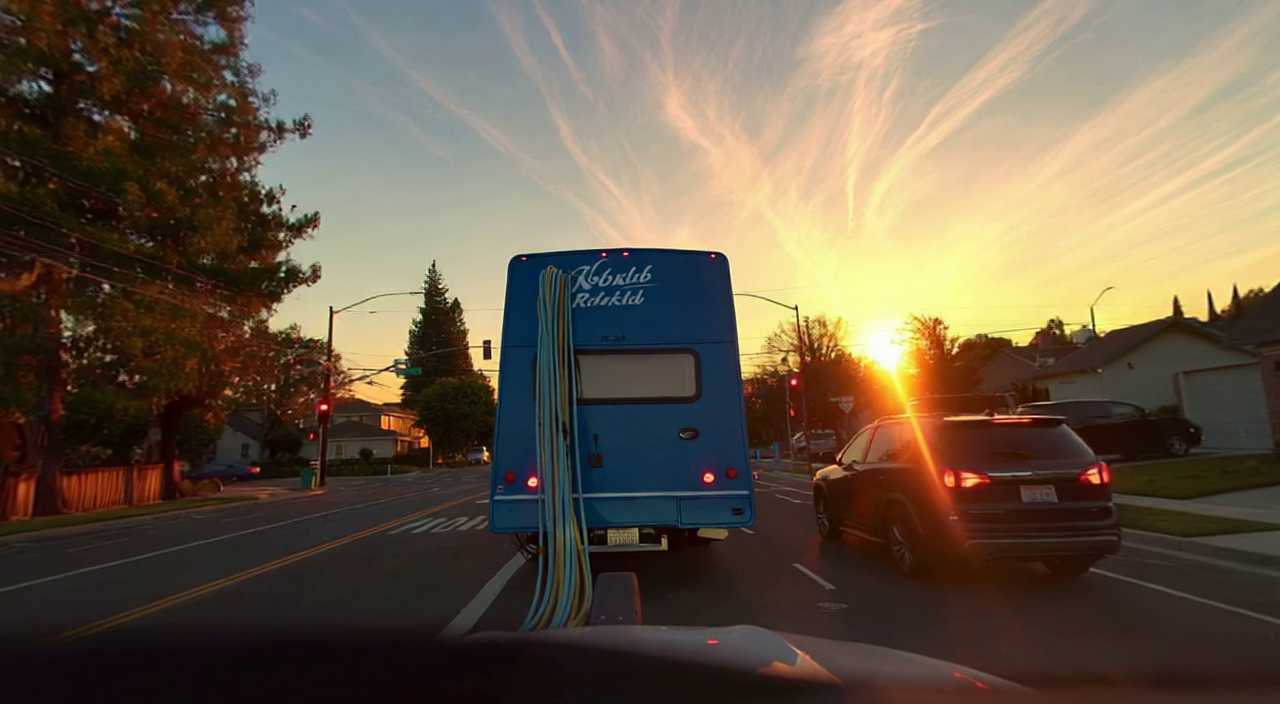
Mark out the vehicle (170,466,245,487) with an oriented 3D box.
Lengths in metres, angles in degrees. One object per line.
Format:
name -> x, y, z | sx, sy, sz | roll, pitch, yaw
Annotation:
vehicle -> -32.767, 9.411, 47.934 | 4.311, 1.458, 1.707 | 0, -9, -3

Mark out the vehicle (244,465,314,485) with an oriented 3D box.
vehicle -> -27.454, 9.360, 48.128 | 4.187, 1.445, 1.809 | 0, -9, 0

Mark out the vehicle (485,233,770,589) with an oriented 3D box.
vehicle -> -0.124, 1.121, 10.323 | 2.709, 3.511, 8.213 | 0, -9, 0

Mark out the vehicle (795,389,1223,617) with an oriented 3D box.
vehicle -> 3.399, 1.492, 7.145 | 2.104, 1.735, 4.408 | 0, -9, -1
